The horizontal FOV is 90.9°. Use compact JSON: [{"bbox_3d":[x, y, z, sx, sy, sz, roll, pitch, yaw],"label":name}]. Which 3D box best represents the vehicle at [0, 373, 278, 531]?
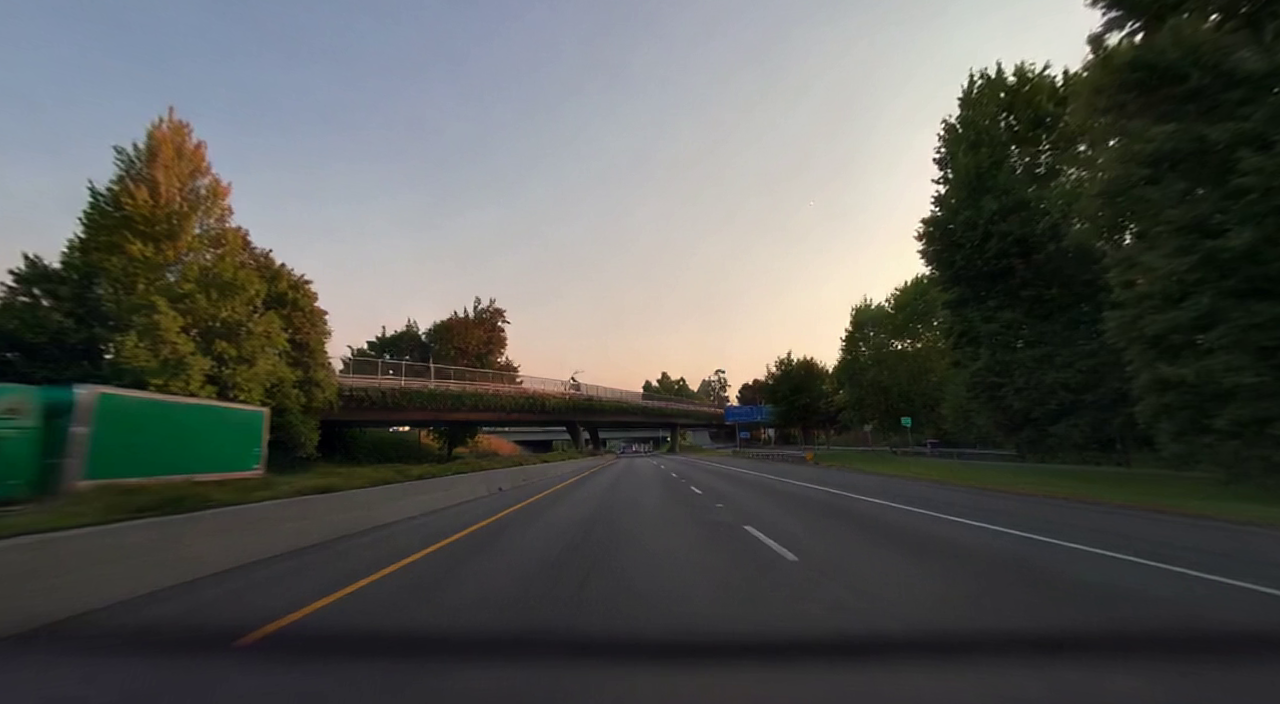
[{"bbox_3d":[-15.930,3.076,19.610,3.218,3.648,9.879,0,-9,1],"label":"vehicle"}]
